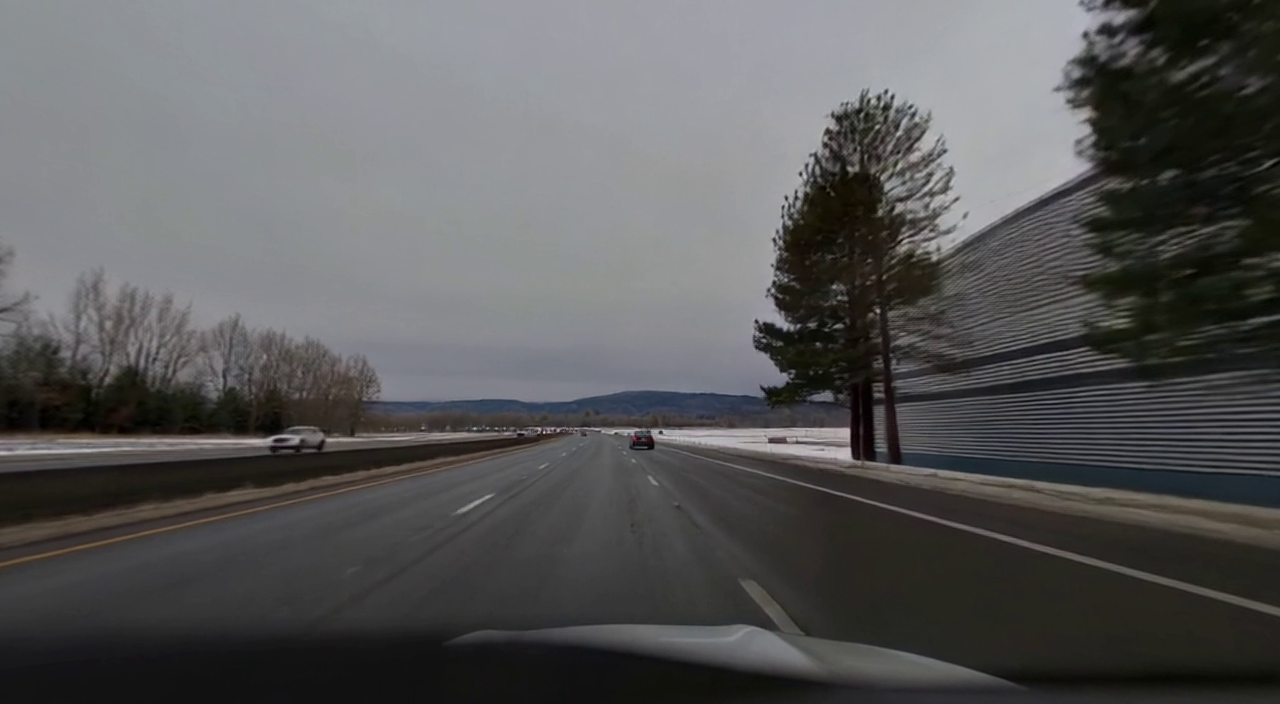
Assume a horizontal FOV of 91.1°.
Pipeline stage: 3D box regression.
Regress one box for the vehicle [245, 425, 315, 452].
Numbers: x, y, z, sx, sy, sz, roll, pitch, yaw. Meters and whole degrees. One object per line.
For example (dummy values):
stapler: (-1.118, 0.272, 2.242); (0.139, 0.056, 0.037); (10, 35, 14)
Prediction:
vehicle: (-21.533, 5.213, 37.776); (1.808, 1.504, 4.219); (0, -8, -3)
